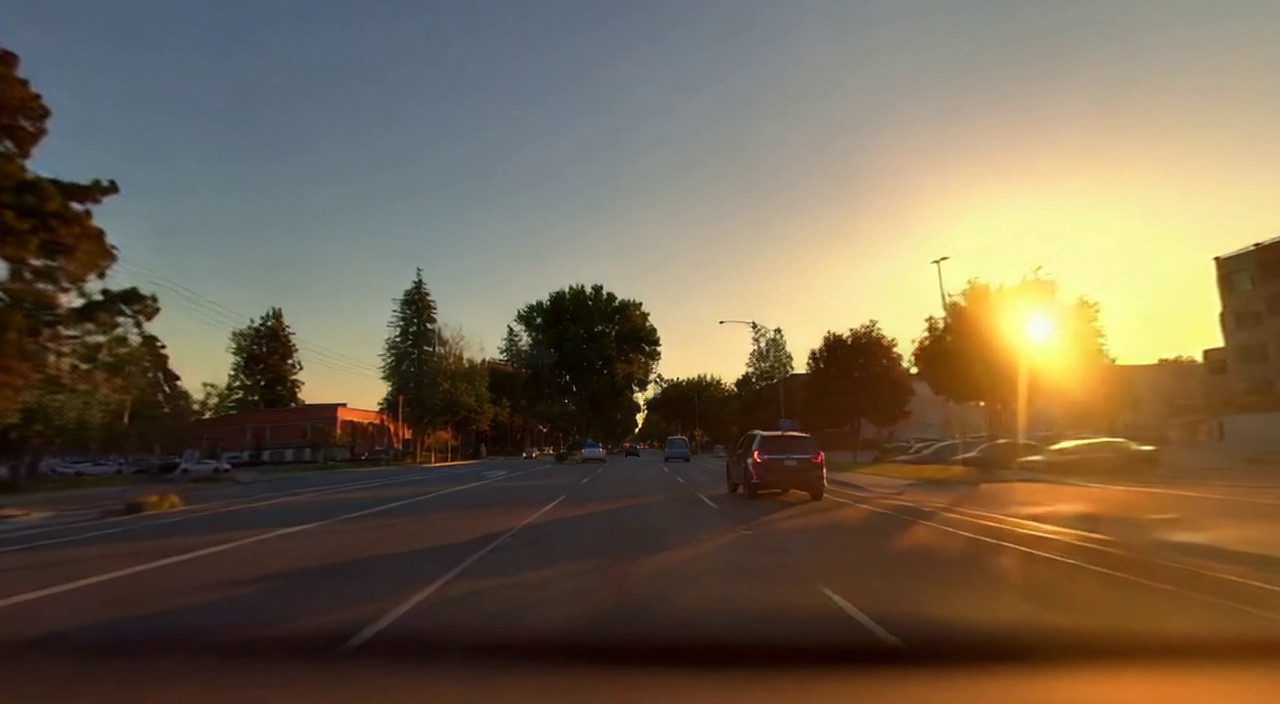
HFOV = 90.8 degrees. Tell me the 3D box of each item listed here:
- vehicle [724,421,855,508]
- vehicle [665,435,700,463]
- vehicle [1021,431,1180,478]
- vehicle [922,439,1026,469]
[{"bbox_3d":[3.446,2.701,15.545,2.060,1.816,4.343,0,-8,-1],"label":"vehicle"},{"bbox_3d":[3.267,7.613,49.651,2.197,2.034,4.667,0,-8,-2],"label":"vehicle"},{"bbox_3d":[18.031,4.018,24.853,4.970,1.700,2.108,2,-9,-11],"label":"vehicle"},{"bbox_3d":[16.773,5.129,31.817,4.203,1.424,2.077,2,-9,-11],"label":"vehicle"}]
